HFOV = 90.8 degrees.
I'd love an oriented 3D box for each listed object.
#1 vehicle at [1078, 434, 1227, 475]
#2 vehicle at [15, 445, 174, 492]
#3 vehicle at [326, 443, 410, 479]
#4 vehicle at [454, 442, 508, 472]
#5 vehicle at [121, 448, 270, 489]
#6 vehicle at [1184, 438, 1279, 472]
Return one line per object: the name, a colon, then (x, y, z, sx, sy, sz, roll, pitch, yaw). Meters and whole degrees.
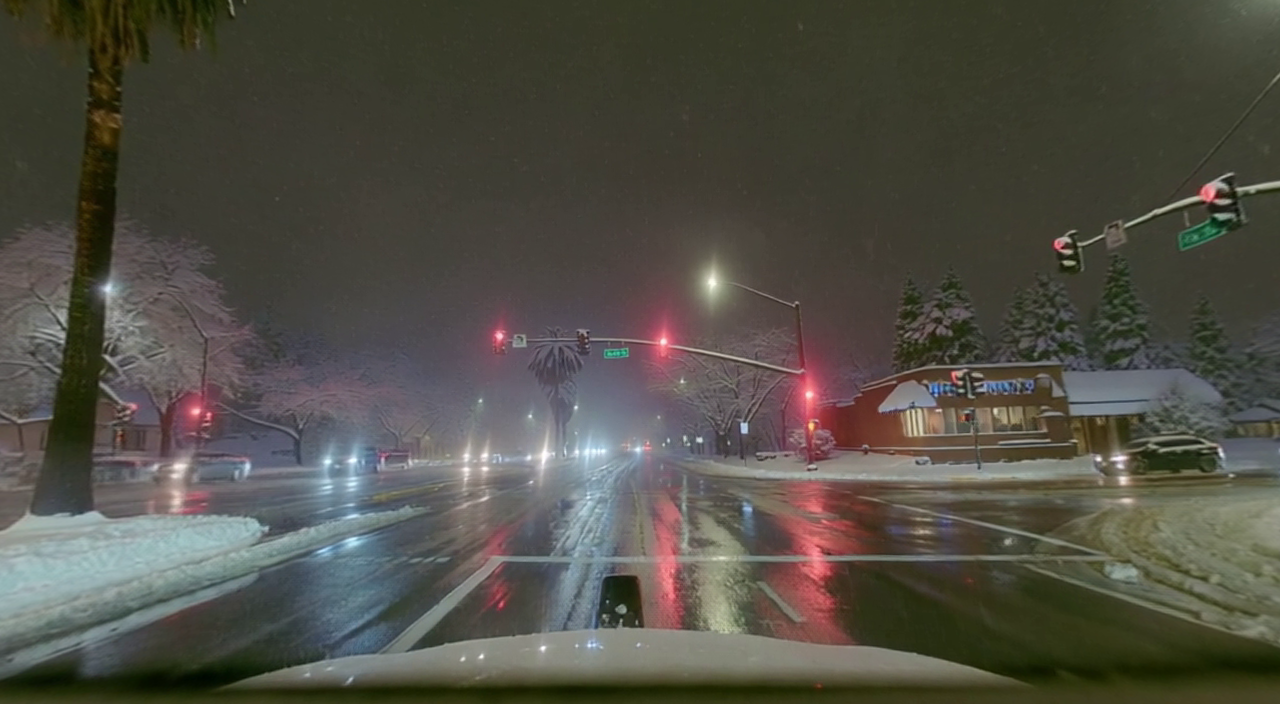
vehicle: (22.230, 4.466, 27.552, 4.533, 1.676, 2.236, 0, -9, -1)
vehicle: (-21.333, 4.533, 25.028, 2.107, 1.642, 4.561, 0, -9, 2)
vehicle: (-13.949, 5.607, 32.760, 2.074, 1.671, 4.755, 0, -9, 2)
vehicle: (-9.709, 6.438, 38.910, 2.074, 1.681, 4.417, 0, -9, 1)
vehicle: (-17.581, 4.620, 25.425, 2.221, 1.449, 5.092, 0, -9, 1)
vehicle: (27.387, 4.620, 28.383, 4.625, 1.451, 1.801, 1, -9, -9)
